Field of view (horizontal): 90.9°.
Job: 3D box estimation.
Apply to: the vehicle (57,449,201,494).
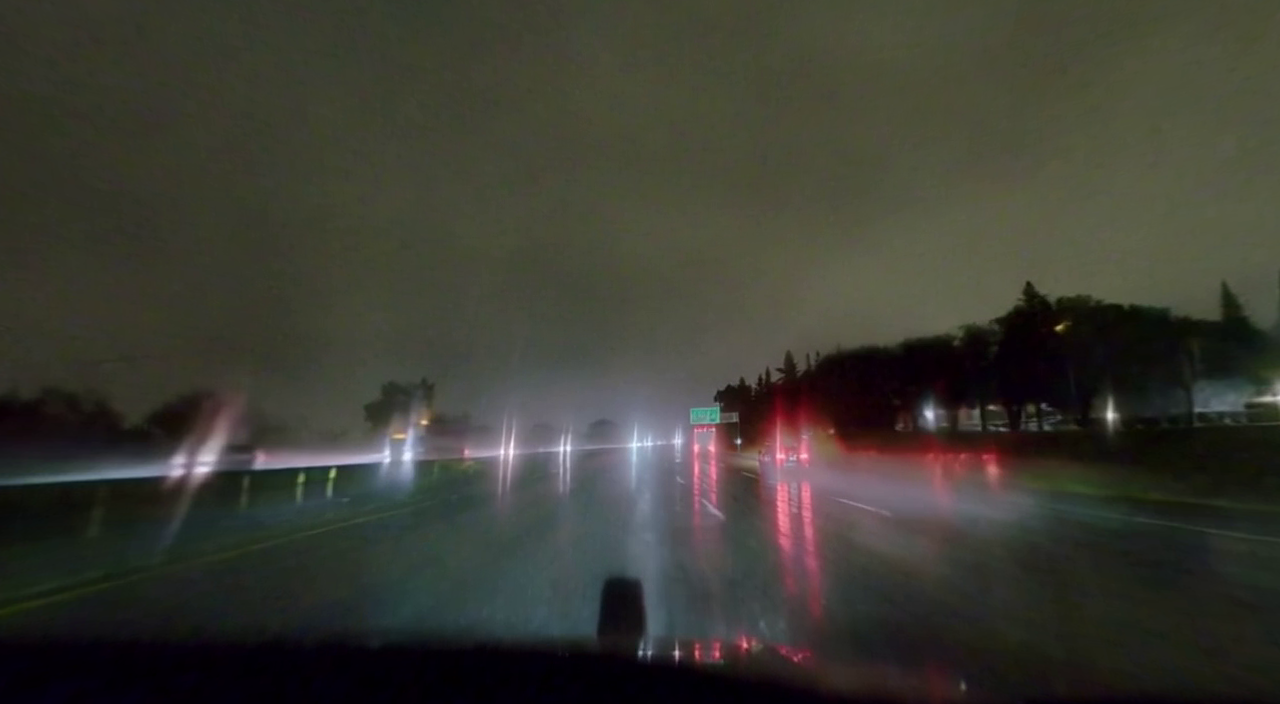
[{"bbox_3d":[-20.400,4.751,25.495,1.852,1.597,4.638,-1,-8,1],"label":"vehicle"}]
